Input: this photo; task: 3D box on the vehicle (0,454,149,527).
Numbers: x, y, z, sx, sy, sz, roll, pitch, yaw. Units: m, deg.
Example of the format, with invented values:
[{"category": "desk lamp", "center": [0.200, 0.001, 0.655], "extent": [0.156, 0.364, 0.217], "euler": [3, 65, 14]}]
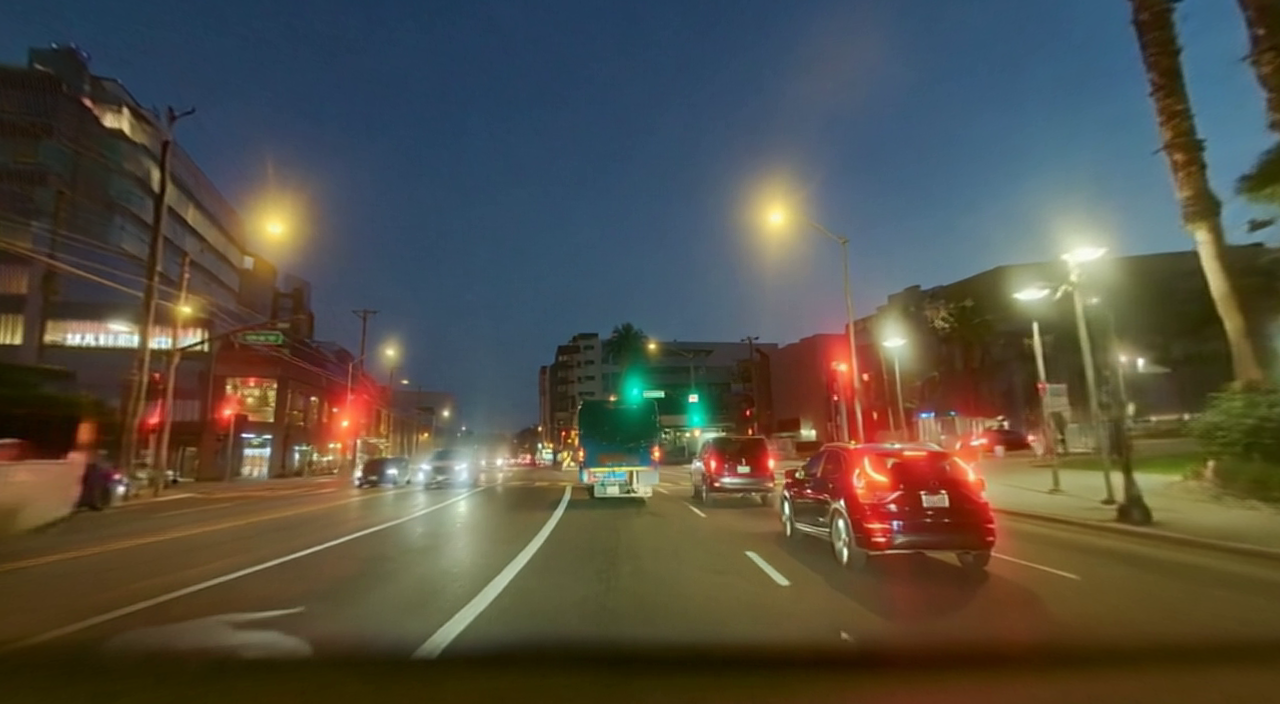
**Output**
[{"category": "vehicle", "center": [-15.434, 3.478, 16.370], "extent": [1.861, 1.574, 4.456], "euler": [1, -9, -5]}]

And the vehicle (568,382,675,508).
[{"category": "vehicle", "center": [-0.719, 2.651, 17.953], "extent": [2.517, 2.926, 6.177], "euler": [1, -9, -5]}]

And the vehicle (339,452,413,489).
[{"category": "vehicle", "center": [-12.229, 5.478, 29.374], "extent": [1.975, 1.503, 4.533], "euler": [1, -9, -7]}]

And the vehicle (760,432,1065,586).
[{"category": "vehicle", "center": [3.199, 1.930, 8.688], "extent": [1.978, 1.507, 4.636], "euler": [0, -9, -2]}]

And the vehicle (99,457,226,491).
[{"category": "vehicle", "center": [-23.149, 5.914, 30.562], "extent": [4.585, 1.533, 1.996], "euler": [0, -9, 3]}]

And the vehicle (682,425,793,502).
[{"category": "vehicle", "center": [2.690, 3.284, 18.876], "extent": [2.157, 1.944, 5.423], "euler": [0, -9, -3]}]

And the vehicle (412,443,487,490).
[{"category": "vehicle", "center": [-7.624, 4.610, 25.633], "extent": [2.058, 1.730, 4.466], "euler": [1, -9, -6]}]
